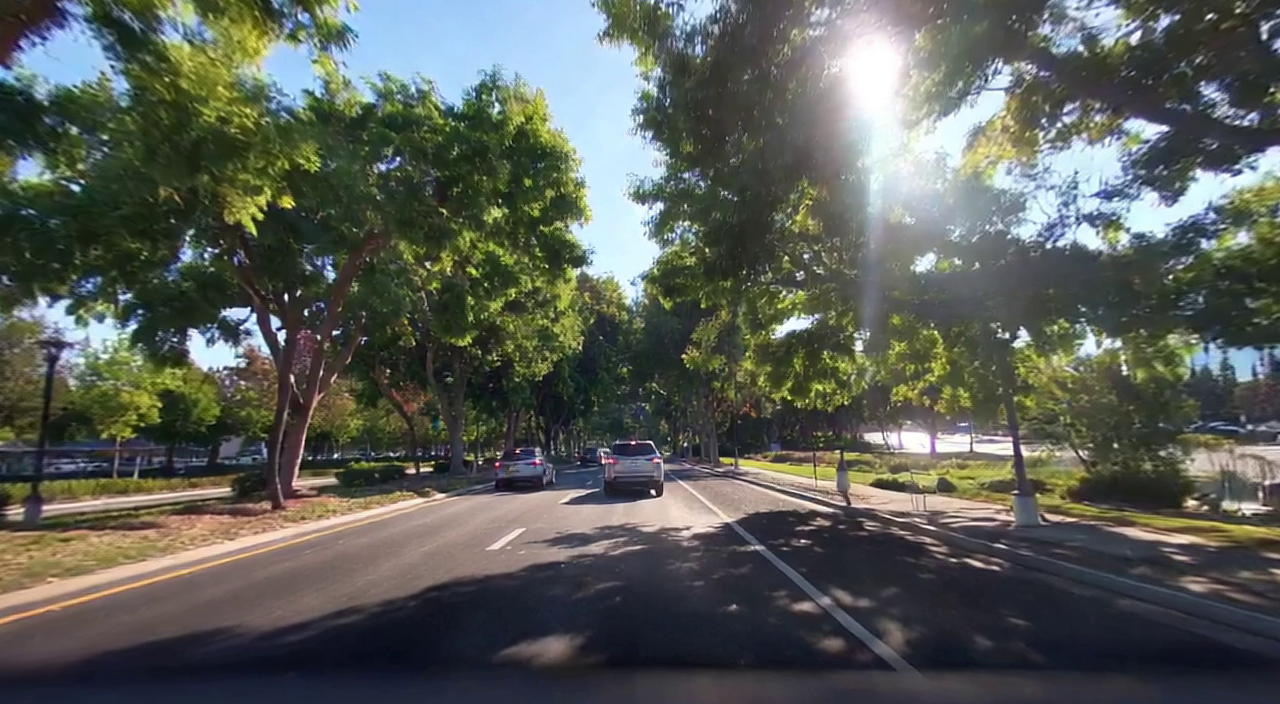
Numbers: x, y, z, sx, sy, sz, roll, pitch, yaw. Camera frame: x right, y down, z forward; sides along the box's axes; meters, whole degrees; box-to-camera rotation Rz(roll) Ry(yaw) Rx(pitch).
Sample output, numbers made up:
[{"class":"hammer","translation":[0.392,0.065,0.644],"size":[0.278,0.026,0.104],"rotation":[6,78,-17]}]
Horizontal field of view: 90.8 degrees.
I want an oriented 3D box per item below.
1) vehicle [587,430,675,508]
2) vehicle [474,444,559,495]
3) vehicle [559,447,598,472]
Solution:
[{"class":"vehicle","translation":[-0.203,3.001,16.636],"size":[2.018,1.769,3.897],"rotation":[0,-8,0]},{"class":"vehicle","translation":[-4.006,3.863,21.253],"size":[1.936,1.538,4.016],"rotation":[0,-8,2]},{"class":"vehicle","translation":[-3.902,6.882,40.639],"size":[1.959,1.485,4.452],"rotation":[0,-8,2]}]
